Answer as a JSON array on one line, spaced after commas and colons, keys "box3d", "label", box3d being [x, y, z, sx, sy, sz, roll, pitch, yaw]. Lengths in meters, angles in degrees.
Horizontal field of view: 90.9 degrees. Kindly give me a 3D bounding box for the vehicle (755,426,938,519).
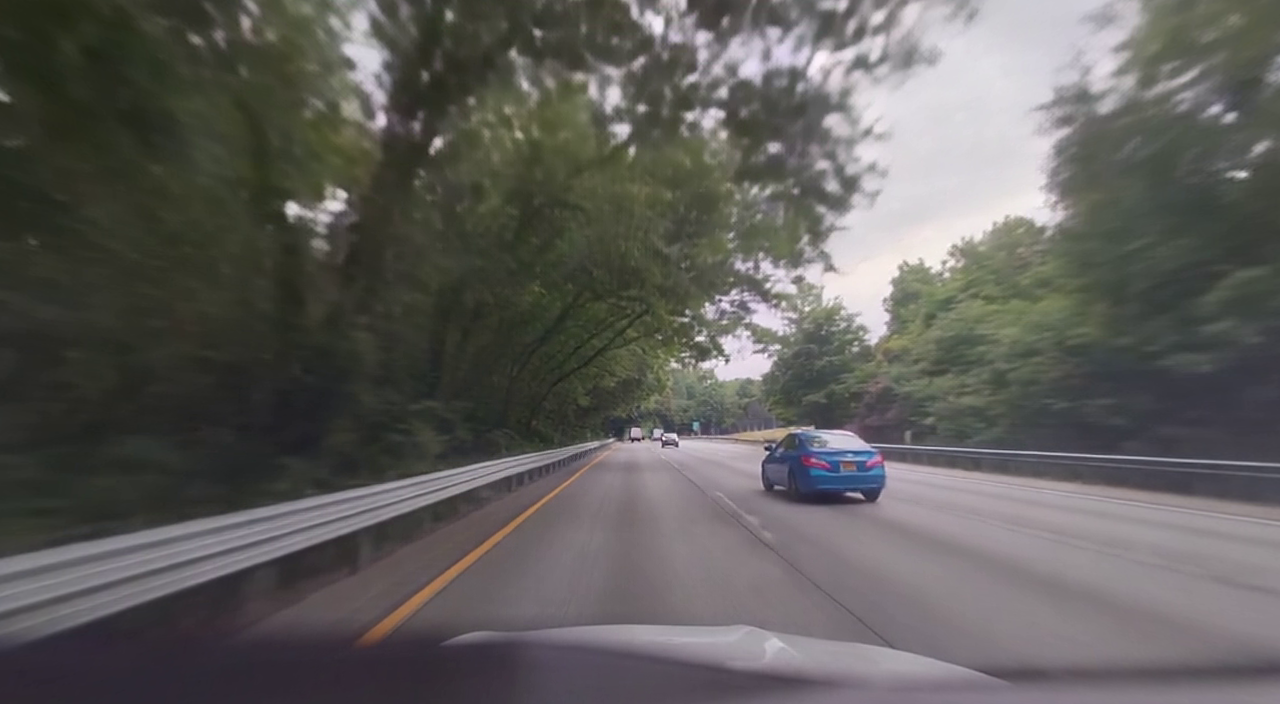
[{"box3d": [3.792, 2.264, 12.528, 2.017, 1.502, 4.369, 0, -8, -2], "label": "vehicle"}]
